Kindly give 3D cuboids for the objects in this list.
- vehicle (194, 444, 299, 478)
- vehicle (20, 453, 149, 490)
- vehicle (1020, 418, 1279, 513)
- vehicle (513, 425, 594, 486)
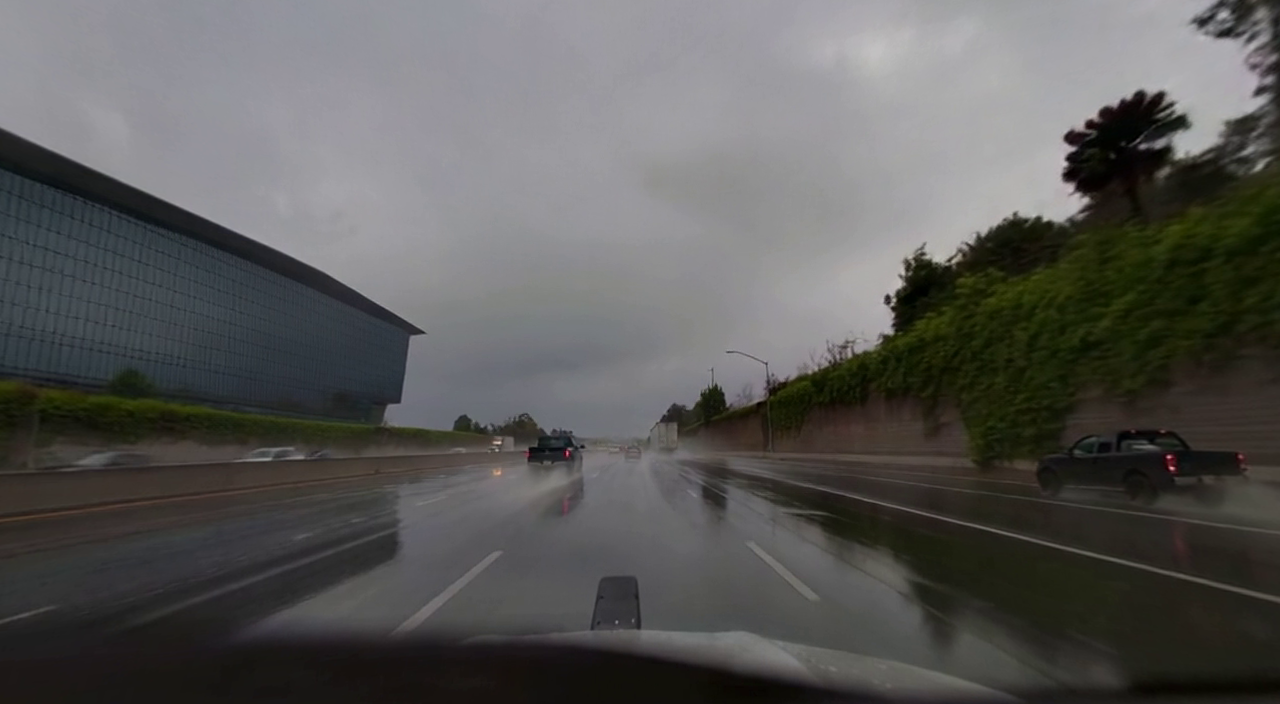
[{"bbox_3d":[-20.620,5.759,33.454,2.052,1.622,5.500,0,-9,0],"label":"vehicle"},{"bbox_3d":[-23.696,5.091,27.195,1.828,1.428,4.106,0,-9,0],"label":"vehicle"},{"bbox_3d":[11.479,2.558,14.587,2.089,1.787,5.080,0,-9,-2],"label":"vehicle"},{"bbox_3d":[-3.113,3.909,24.080,2.284,2.022,5.752,0,-9,0],"label":"vehicle"}]
